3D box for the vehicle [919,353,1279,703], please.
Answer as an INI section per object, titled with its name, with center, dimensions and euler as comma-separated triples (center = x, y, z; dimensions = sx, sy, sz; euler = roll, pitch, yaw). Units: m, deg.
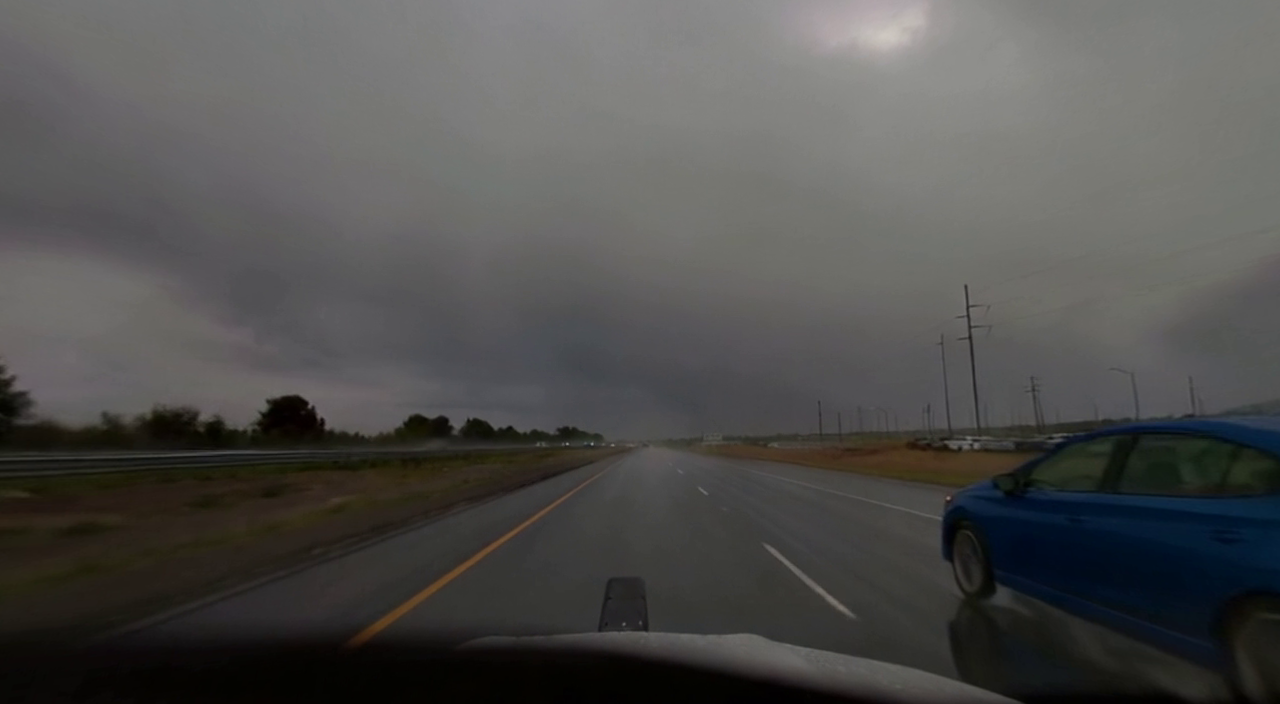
[vehicle]
center = 3.552, 0.959, 3.302
dimensions = 2.044, 1.658, 4.640
euler = 0, -8, 0
